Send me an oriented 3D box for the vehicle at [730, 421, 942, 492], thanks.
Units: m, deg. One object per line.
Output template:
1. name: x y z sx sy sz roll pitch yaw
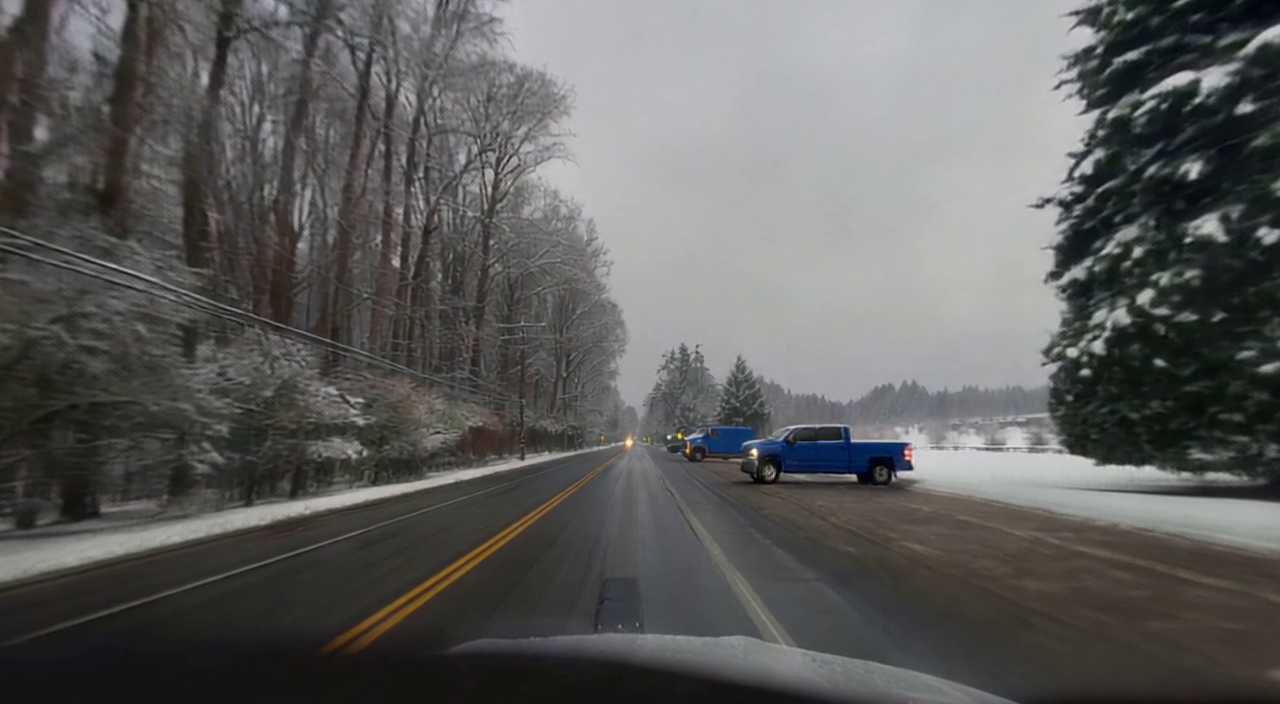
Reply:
1. vehicle: 5.953 3.264 19.905 5.797 2.070 2.502 0 -8 -1
